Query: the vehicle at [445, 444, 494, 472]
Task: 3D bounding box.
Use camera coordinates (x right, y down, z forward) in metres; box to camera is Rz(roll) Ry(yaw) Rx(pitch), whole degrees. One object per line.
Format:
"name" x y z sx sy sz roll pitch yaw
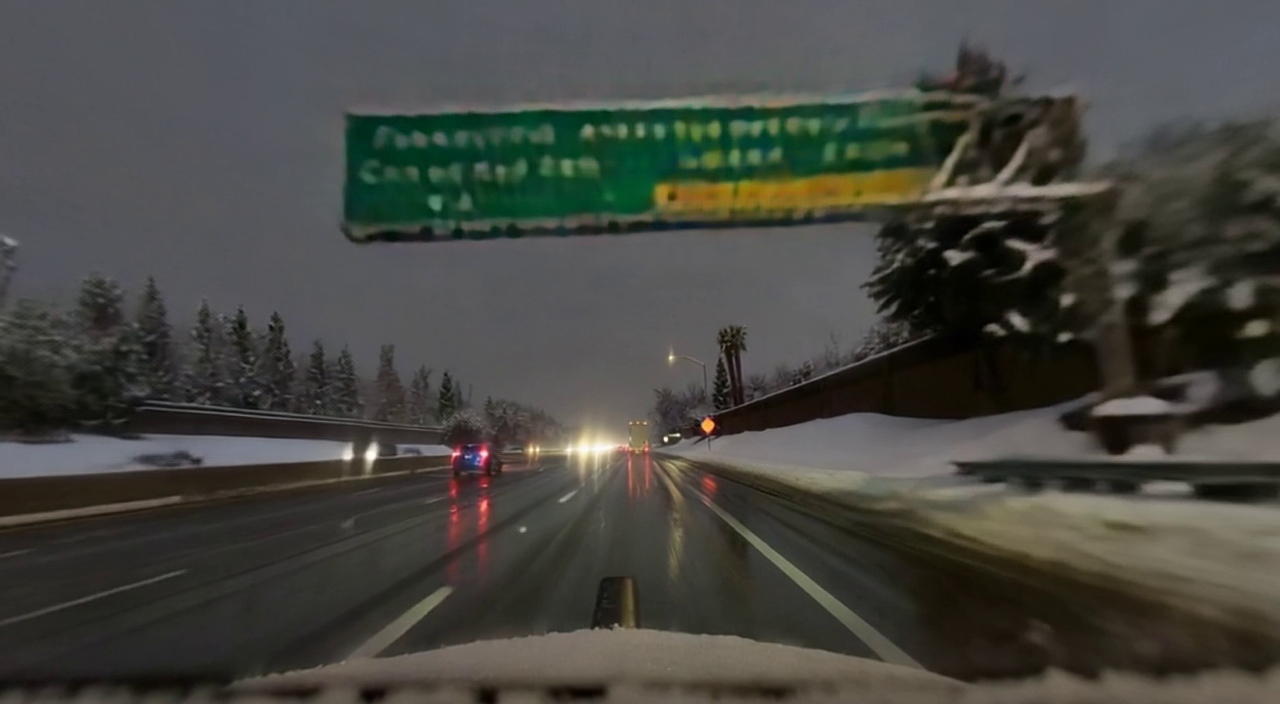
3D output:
"vehicle" -10.648 6.616 39.758 1.897 1.653 4.113 0 -9 0

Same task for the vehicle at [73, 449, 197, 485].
"vehicle" -22.725 5.151 28.685 1.897 1.484 4.535 0 -9 -1

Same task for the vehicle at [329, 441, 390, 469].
"vehicle" -19.971 7.356 45.232 2.083 1.844 4.974 0 -9 0
